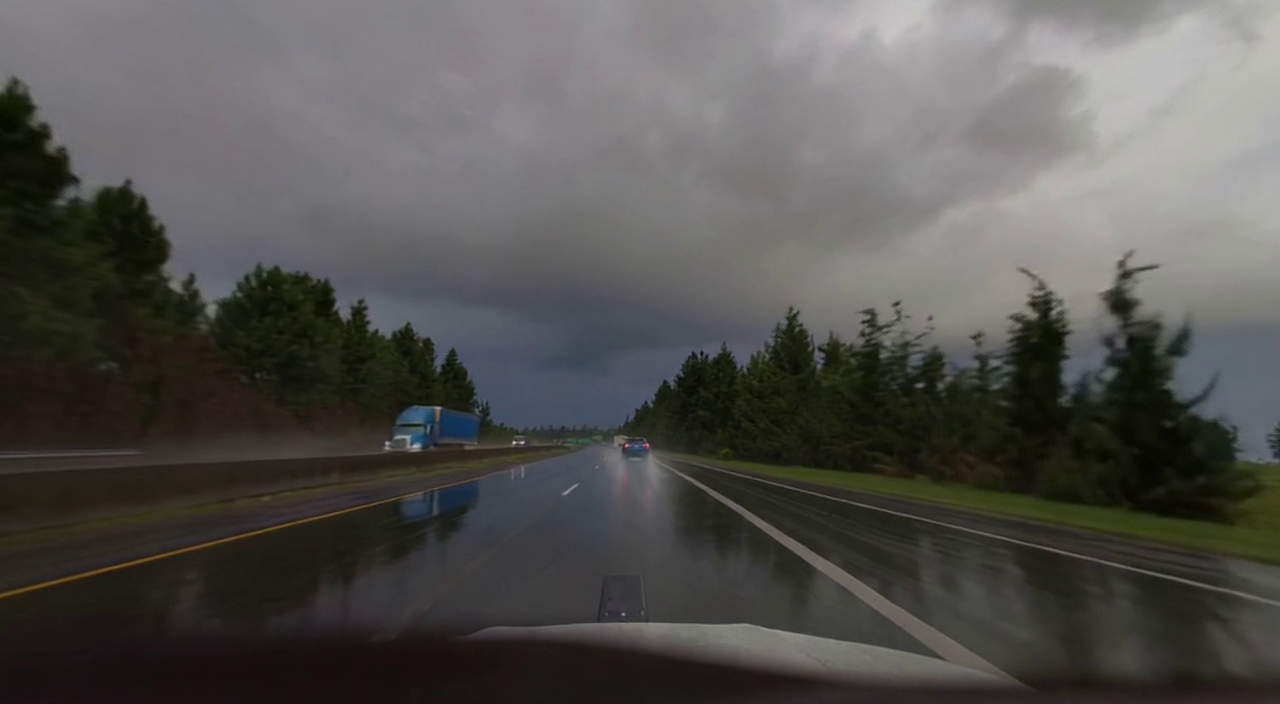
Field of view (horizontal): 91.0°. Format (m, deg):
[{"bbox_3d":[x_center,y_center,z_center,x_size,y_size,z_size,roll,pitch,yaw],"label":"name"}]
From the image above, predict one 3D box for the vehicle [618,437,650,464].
[{"bbox_3d":[-0.479,6.858,43.843,2.079,1.729,4.380,0,-8,-3],"label":"vehicle"}]
